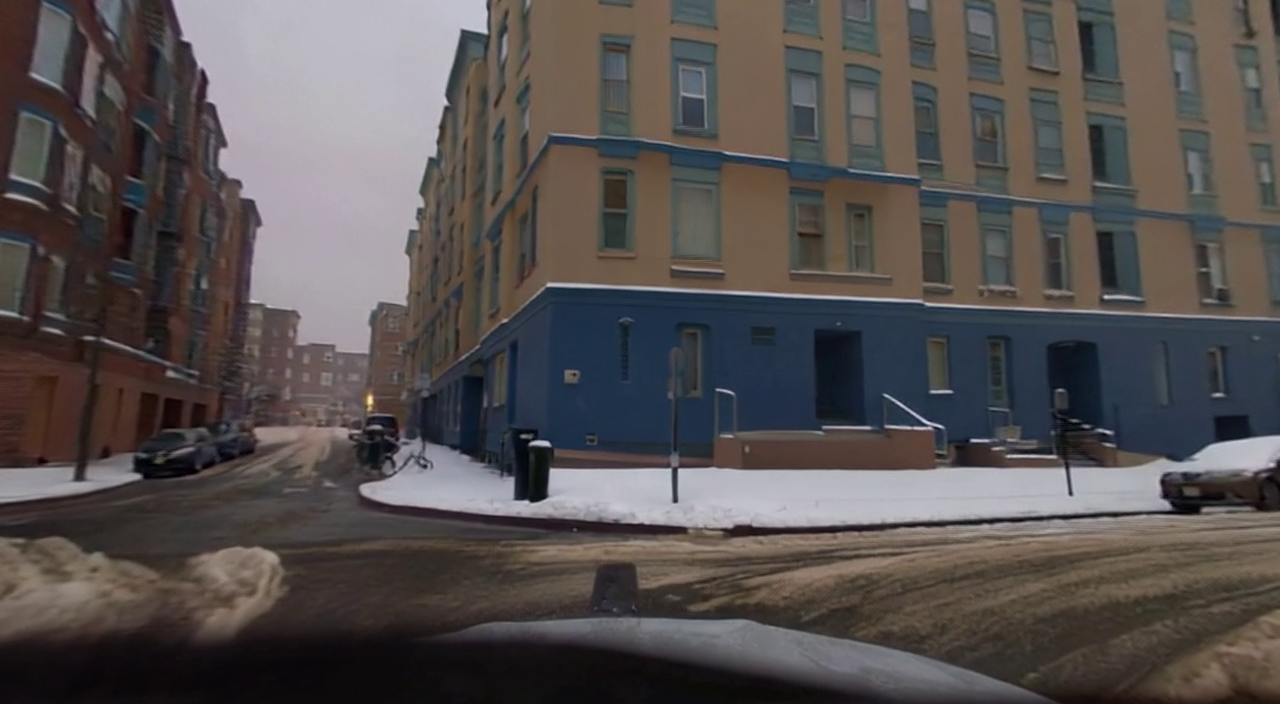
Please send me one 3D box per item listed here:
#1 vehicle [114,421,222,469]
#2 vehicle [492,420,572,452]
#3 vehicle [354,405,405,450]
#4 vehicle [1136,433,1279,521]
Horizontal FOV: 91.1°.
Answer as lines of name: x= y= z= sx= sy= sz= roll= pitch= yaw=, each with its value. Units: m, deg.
vehicle: x=-15.485 y=3.049 z=20.869 sx=1.897 sy=1.431 sz=3.741 roll=3 pitch=-8 yaw=-22
vehicle: x=-5.076 y=3.961 z=29.616 sx=3.404 sy=1.431 sz=1.641 roll=3 pitch=-8 yaw=-23
vehicle: x=-13.204 y=3.814 z=31.697 sx=2.072 sy=2.074 sz=4.358 roll=3 pitch=-8 yaw=-25
vehicle: x=11.986 y=2.344 z=12.210 sx=3.414 sy=1.519 sz=1.719 roll=1 pitch=-8 yaw=-10
